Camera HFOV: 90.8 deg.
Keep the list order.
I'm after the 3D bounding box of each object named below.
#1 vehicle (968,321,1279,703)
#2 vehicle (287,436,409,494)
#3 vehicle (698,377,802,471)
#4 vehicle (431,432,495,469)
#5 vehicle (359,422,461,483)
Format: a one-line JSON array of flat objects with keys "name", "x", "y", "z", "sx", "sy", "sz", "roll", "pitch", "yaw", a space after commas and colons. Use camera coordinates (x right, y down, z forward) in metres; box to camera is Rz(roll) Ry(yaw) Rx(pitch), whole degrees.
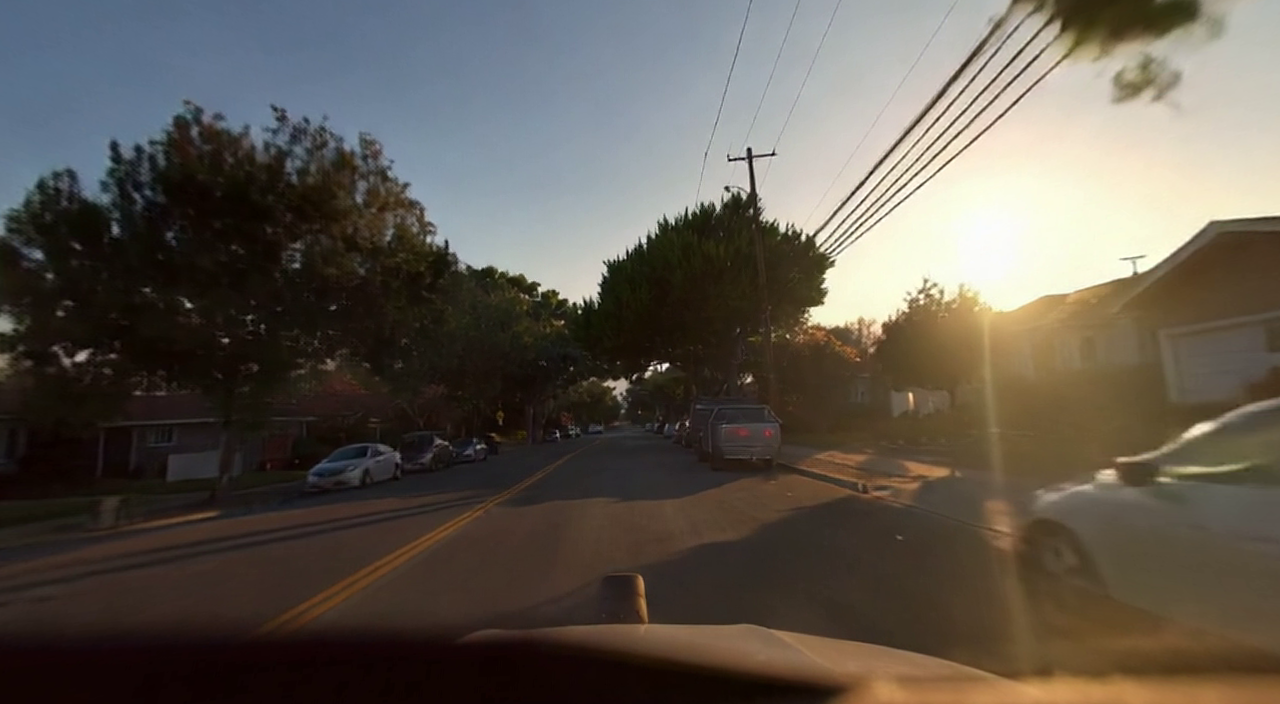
[{"name": "vehicle", "x": 3.548, "y": 0.677, "z": 2.129, "sx": 2.079, "sy": 1.681, "sz": 4.933, "roll": 0, "pitch": -8, "yaw": -2}, {"name": "vehicle", "x": -8.398, "y": 3.252, "z": 18.614, "sx": 1.821, "sy": 1.476, "sz": 4.060, "roll": 0, "pitch": -8, "yaw": -3}, {"name": "vehicle", "x": 3.060, "y": 2.146, "z": 18.493, "sx": 2.233, "sy": 2.453, "sz": 3.787, "roll": 0, "pitch": -8, "yaw": -1}, {"name": "vehicle", "x": -8.399, "y": 4.655, "z": 30.261, "sx": 1.839, "sy": 1.384, "sz": 4.124, "roll": -7, "pitch": -7, "yaw": -2}, {"name": "vehicle", "x": -8.600, "y": 3.750, "z": 24.115, "sx": 2.163, "sy": 1.841, "sz": 4.679, "roll": -6, "pitch": -7, "yaw": -2}]
